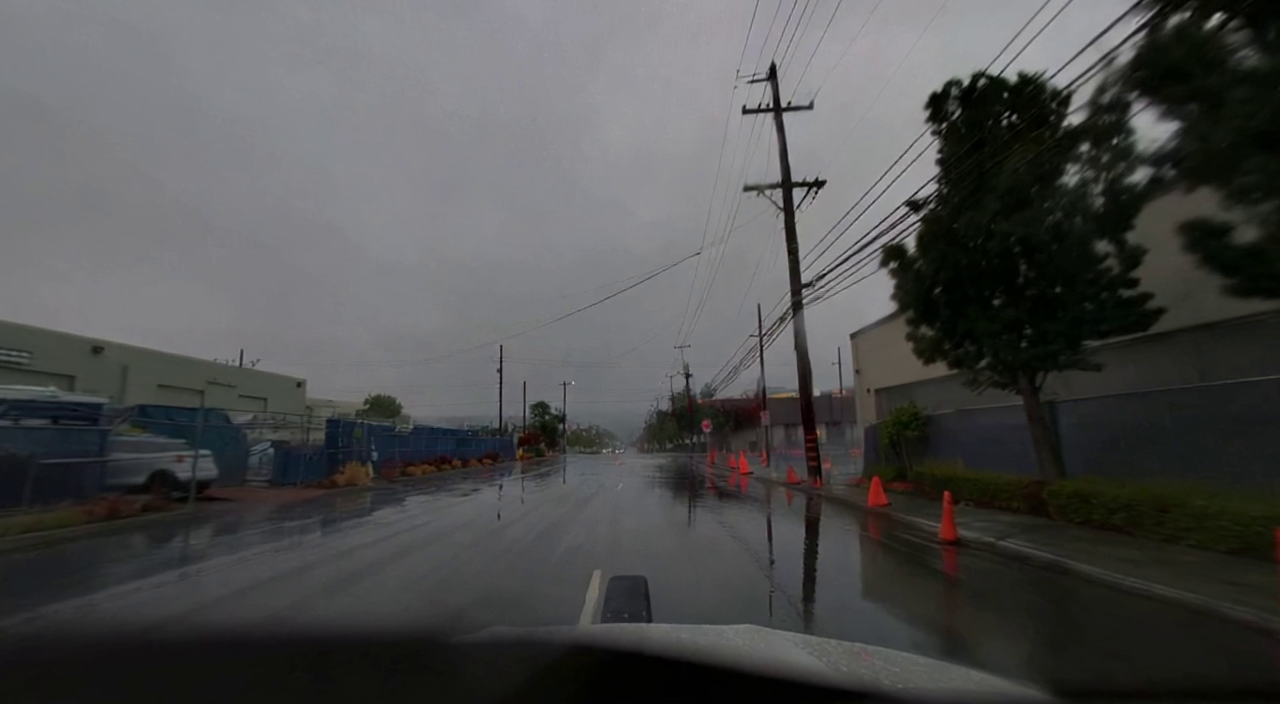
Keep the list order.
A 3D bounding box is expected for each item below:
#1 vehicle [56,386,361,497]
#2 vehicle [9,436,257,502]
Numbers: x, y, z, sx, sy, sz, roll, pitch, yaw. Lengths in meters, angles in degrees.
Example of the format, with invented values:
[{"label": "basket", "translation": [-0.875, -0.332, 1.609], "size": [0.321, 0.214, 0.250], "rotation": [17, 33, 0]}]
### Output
[{"label": "vehicle", "translation": [-12.735, 2.712, 19.220], "size": [6.887, 3.069, 3.065], "rotation": [0, -8, -1]}, {"label": "vehicle", "translation": [-12.697, 2.948, 16.041], "size": [4.582, 1.487, 1.947], "rotation": [1, -9, 0]}]
